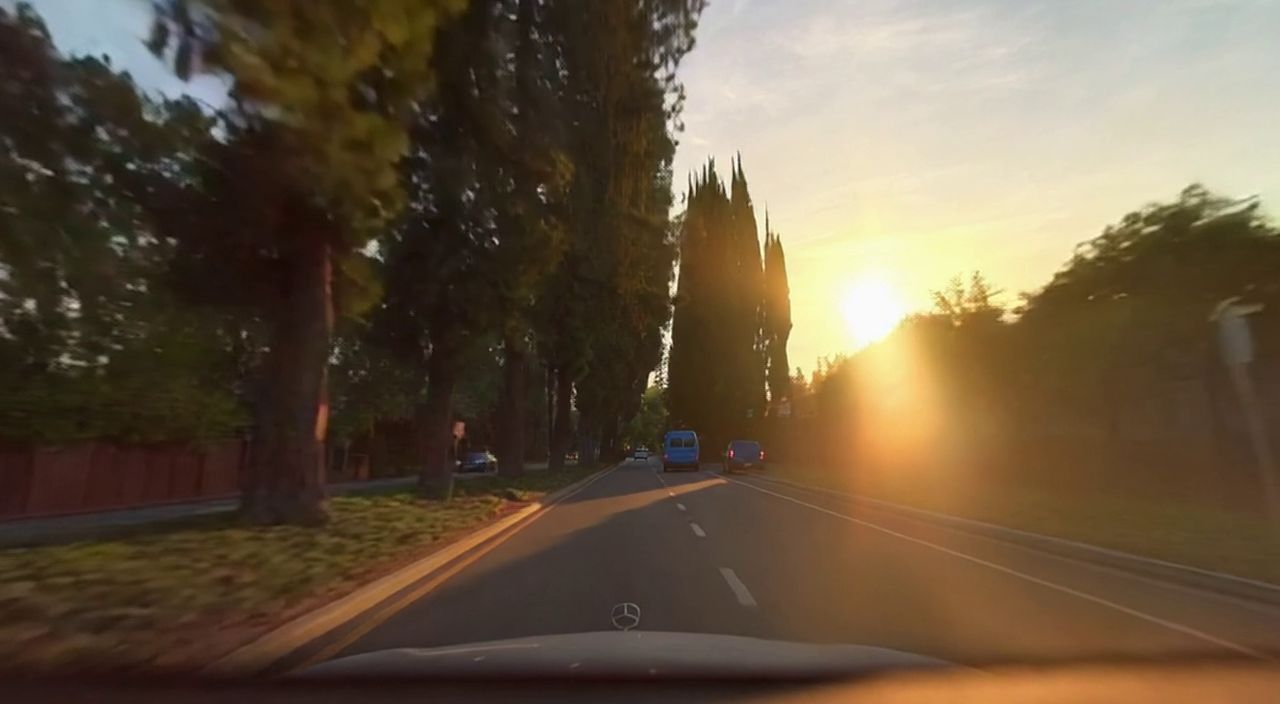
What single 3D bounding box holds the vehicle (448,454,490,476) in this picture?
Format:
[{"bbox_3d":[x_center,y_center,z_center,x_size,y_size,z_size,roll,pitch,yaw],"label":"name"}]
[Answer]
[{"bbox_3d":[-13.021,8.616,48.432,1.908,1.477,4.750,0,-8,1],"label":"vehicle"}]
